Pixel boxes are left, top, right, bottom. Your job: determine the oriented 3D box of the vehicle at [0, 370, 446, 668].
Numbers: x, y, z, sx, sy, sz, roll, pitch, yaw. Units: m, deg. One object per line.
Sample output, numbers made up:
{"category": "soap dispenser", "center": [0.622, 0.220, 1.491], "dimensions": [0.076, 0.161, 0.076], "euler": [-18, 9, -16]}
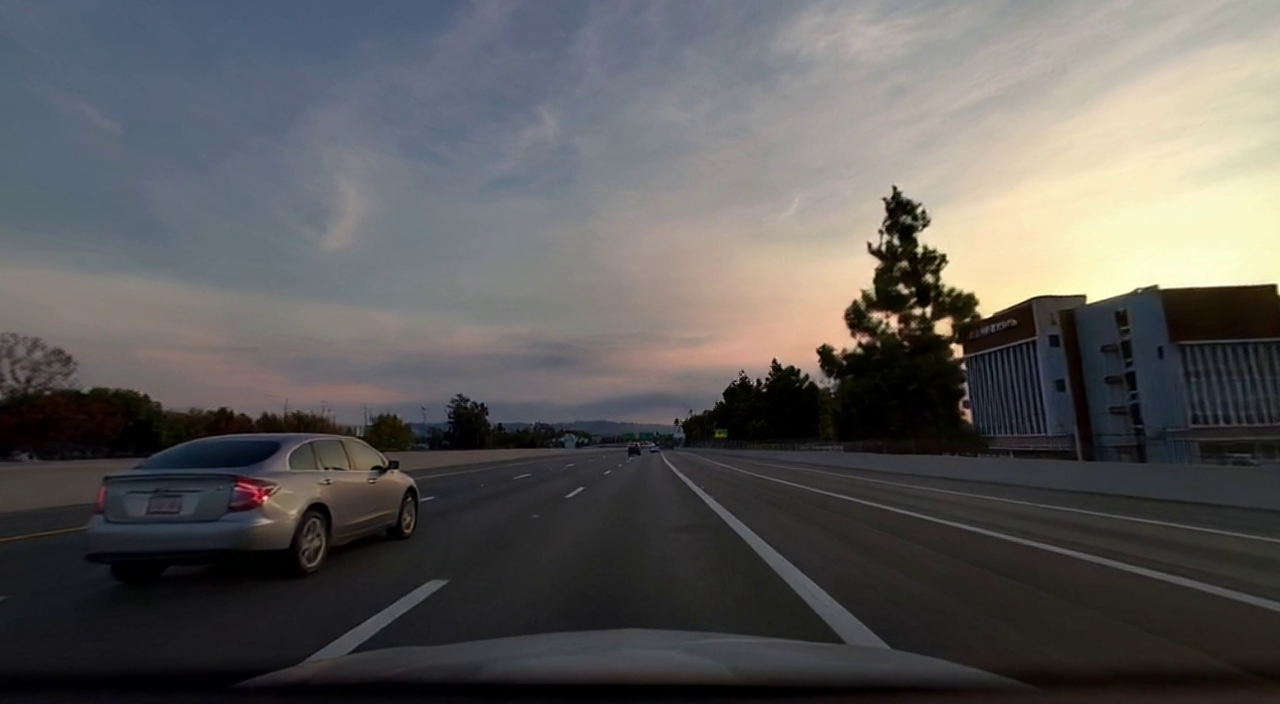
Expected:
{"category": "vehicle", "center": [-3.829, 1.361, 6.286], "dimensions": [2.145, 1.793, 4.762], "euler": [-1, -8, 2]}
